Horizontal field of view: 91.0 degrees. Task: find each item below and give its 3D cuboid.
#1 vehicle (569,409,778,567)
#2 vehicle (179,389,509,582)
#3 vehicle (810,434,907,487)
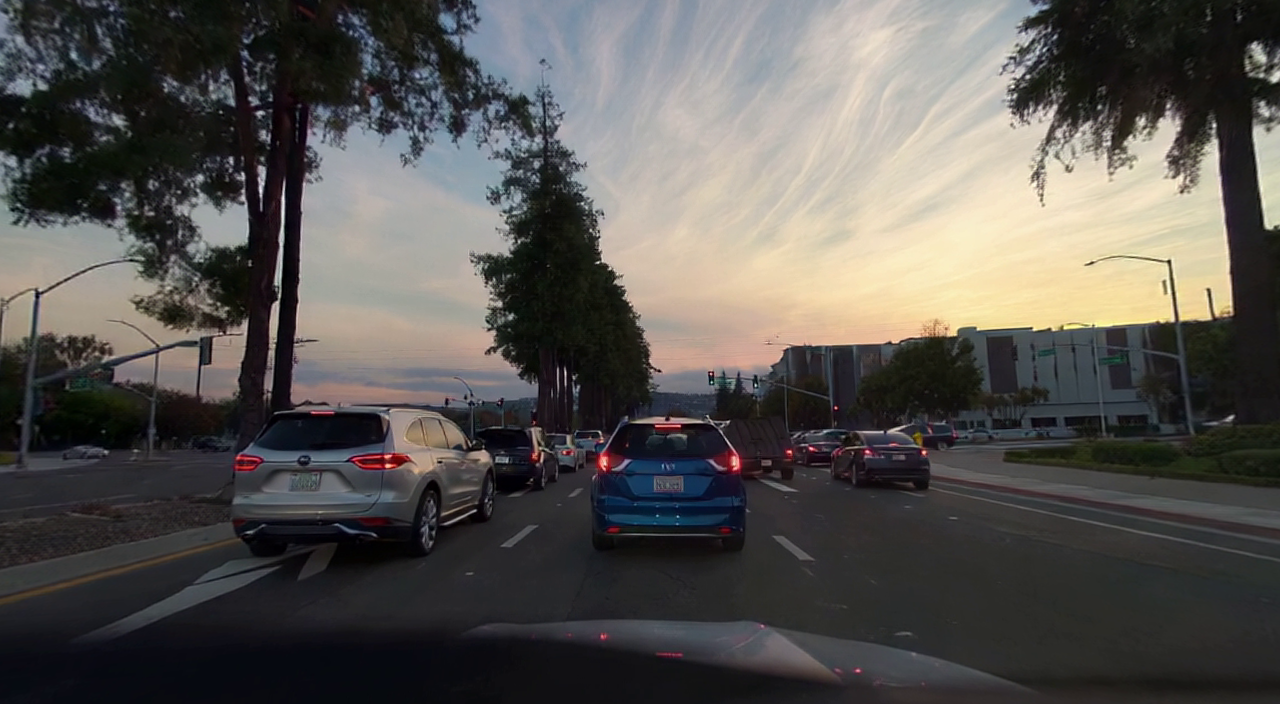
[{"bbox_3d":[0.378,1.748,8.780,2.189,1.649,4.171,0,-8,1],"label":"vehicle"},{"bbox_3d":[-3.251,1.579,8.186,2.085,1.812,4.388,0,-8,1],"label":"vehicle"},{"bbox_3d":[7.249,3.627,21.363,2.067,1.599,4.251,-1,-8,5],"label":"vehicle"}]
